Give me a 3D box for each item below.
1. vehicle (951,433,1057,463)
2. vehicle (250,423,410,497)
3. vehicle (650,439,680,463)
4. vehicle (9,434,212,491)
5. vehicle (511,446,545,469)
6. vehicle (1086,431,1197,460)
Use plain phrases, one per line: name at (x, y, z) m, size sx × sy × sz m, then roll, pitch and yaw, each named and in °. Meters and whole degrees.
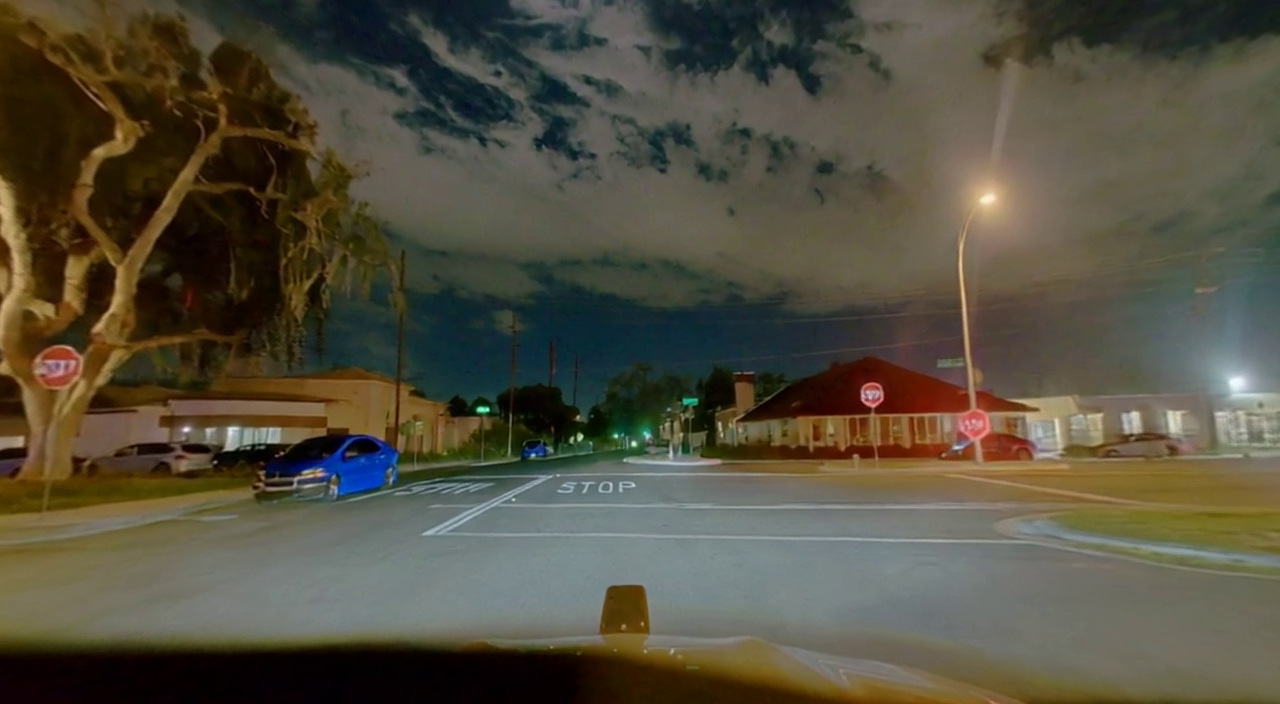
vehicle at (19.495, 5.130, 33.910) m, size 4.528 × 1.458 × 1.939 m, roll 0°, pitch -6°, yaw -2°
vehicle at (-7.928, 2.823, 16.794) m, size 2.156 × 1.620 × 4.945 m, roll 0°, pitch -9°, yaw -6°
vehicle at (1.721, 6.973, 44.657) m, size 1.851 × 1.471 × 4.372 m, roll 0°, pitch -7°, yaw -1°
vehicle at (-16.892, 3.455, 20.350) m, size 2.010 × 1.583 × 4.582 m, roll -6°, pitch -9°, yaw 37°
vehicle at (-8.492, 7.985, 47.921) m, size 1.904 × 1.475 × 3.784 m, roll 0°, pitch -5°, yaw 0°
vehicle at (26.973, 5.013, 33.994) m, size 4.323 × 1.507 × 1.896 m, roll 0°, pitch -7°, yaw -1°
